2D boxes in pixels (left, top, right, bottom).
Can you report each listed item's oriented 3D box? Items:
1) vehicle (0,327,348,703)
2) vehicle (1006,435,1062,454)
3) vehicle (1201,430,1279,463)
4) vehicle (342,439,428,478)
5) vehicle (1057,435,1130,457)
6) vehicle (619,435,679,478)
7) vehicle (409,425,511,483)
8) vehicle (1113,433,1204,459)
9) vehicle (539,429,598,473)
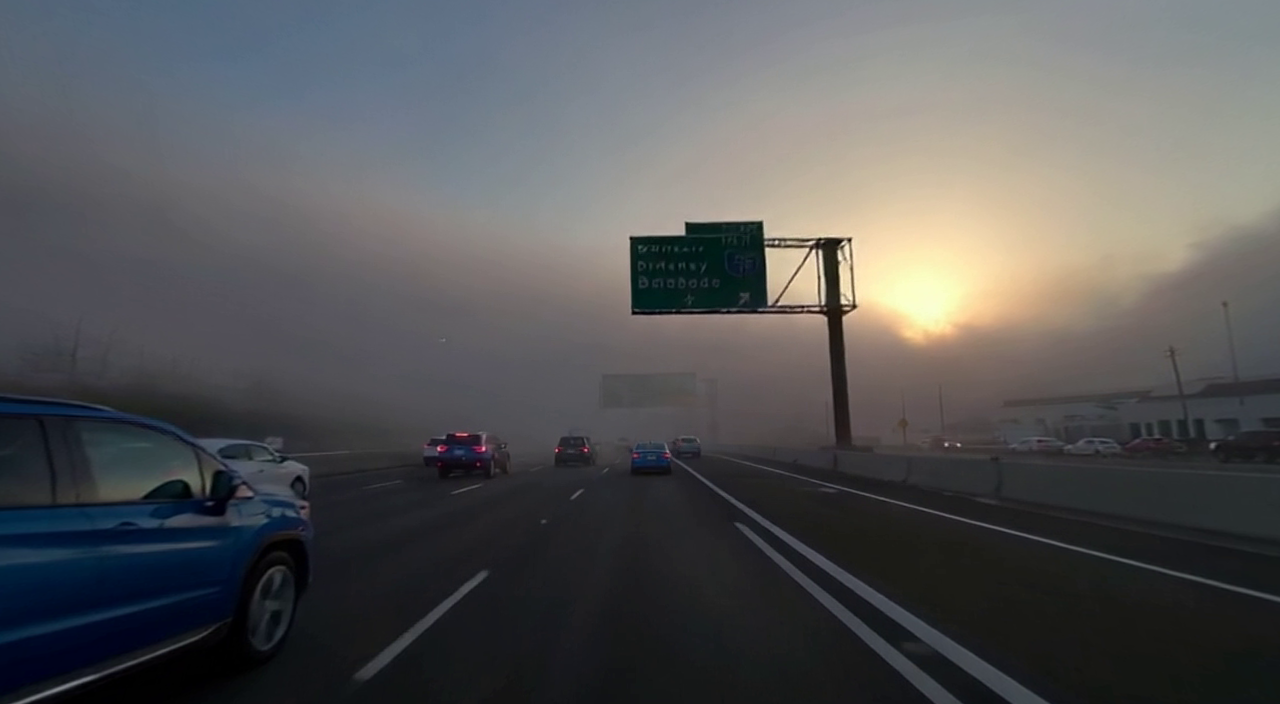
[{"bbox_3d":[-3.222,0.810,2.510,1.961,1.687,4.453,0,-8,0],"label":"vehicle"},{"bbox_3d":[30.542,7.190,49.023,1.656,1.442,4.167,0,-8,1],"label":"vehicle"},{"bbox_3d":[30.396,4.612,30.834,1.838,1.491,4.554,0,-8,2],"label":"vehicle"},{"bbox_3d":[-9.934,4.152,24.911,1.774,1.408,3.917,0,-8,0],"label":"vehicle"},{"bbox_3d":[30.532,6.360,42.654,1.598,1.384,4.580,0,-8,1],"label":"vehicle"},{"bbox_3d":[0.348,3.933,24.036,2.090,1.474,3.970,0,-8,1],"label":"vehicle"},{"bbox_3d":[-6.210,3.588,22.446,2.125,1.804,4.864,0,-8,1],"label":"vehicle"},{"bbox_3d":[30.438,5.529,37.172,1.722,1.461,4.302,0,-8,1],"label":"vehicle"},{"bbox_3d":[-2.996,4.275,27.408,2.007,1.730,4.412,0,-8,0],"label":"vehicle"}]
